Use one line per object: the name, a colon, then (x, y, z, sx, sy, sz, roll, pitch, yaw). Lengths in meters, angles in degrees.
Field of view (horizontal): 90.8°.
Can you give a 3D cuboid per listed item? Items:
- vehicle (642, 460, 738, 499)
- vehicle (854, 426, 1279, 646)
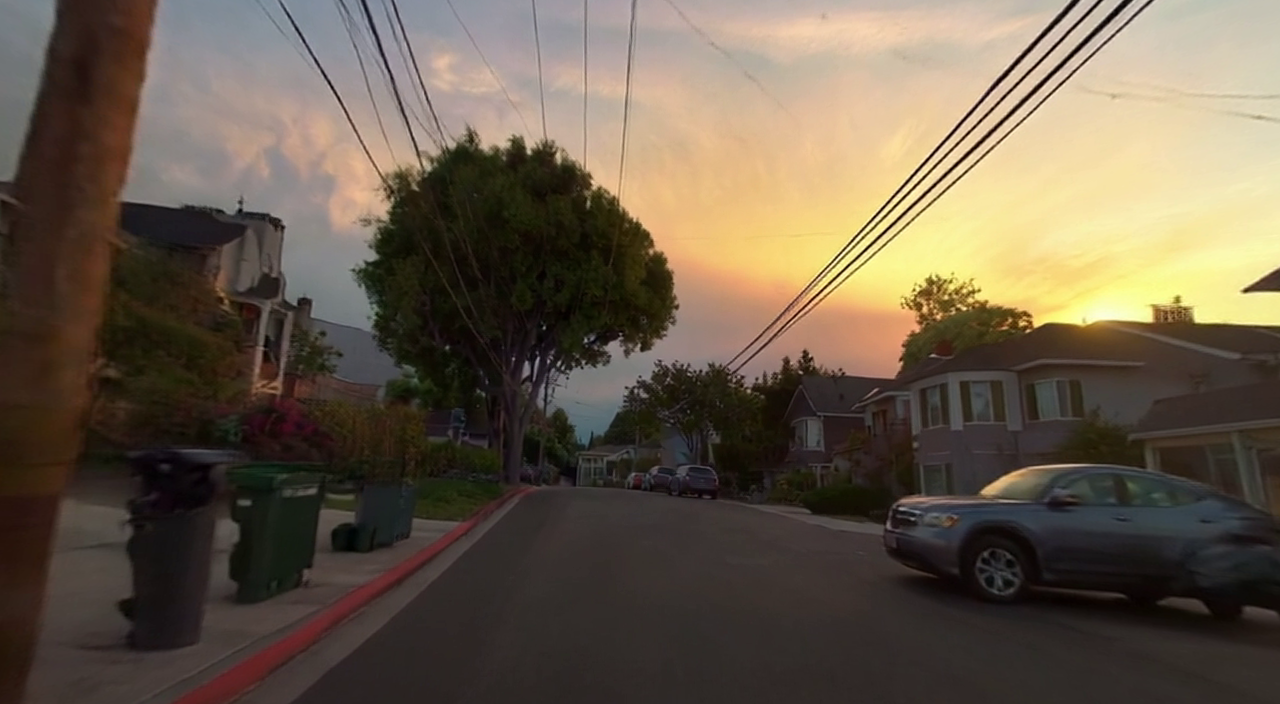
vehicle: (2.445, 6.320, 31.547, 4.413, 1.728, 1.869, 1, -8, -9)
vehicle: (5.034, 1.958, 7.032, 4.501, 1.678, 2.078, 7, -9, -1)
